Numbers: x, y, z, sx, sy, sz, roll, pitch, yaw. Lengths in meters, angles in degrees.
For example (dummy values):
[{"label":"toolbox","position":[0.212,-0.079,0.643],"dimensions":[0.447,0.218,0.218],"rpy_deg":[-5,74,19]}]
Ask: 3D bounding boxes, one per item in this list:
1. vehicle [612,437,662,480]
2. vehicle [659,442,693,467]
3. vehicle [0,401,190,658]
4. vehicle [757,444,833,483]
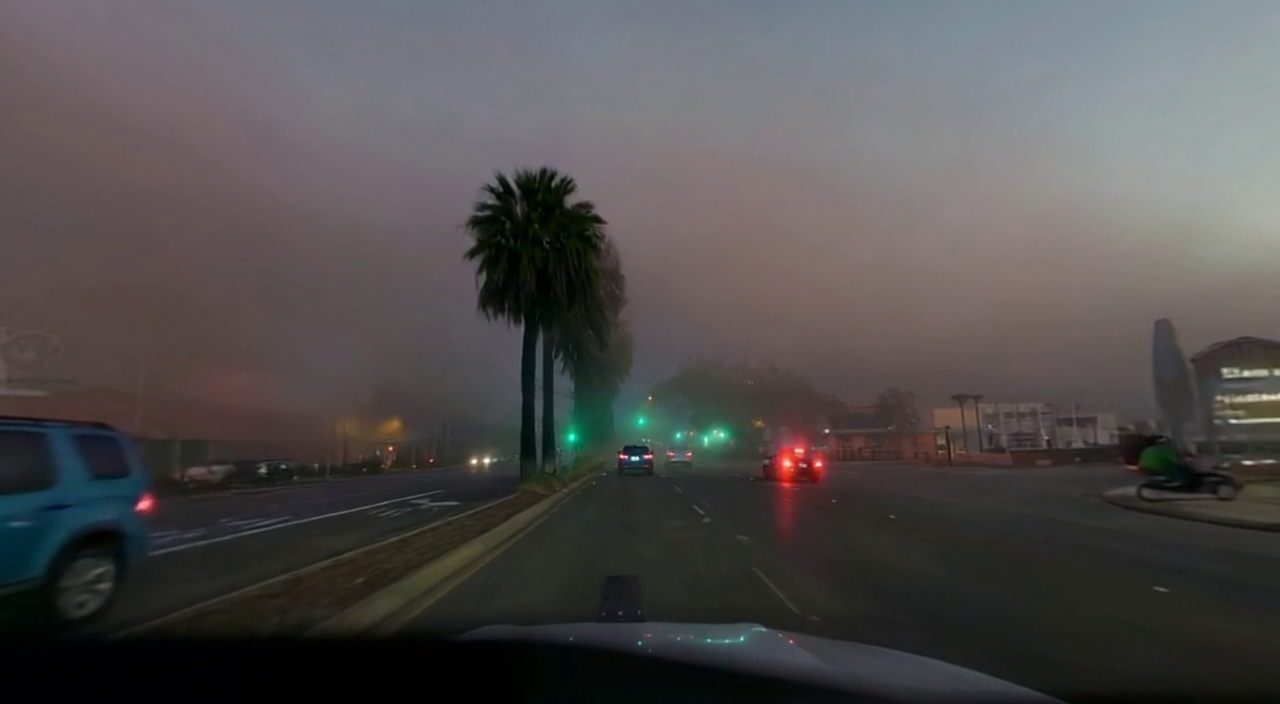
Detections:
[{"label":"vehicle","position":[-0.168,4.896,29.240],"dimensions":[2.151,1.787,4.109],"rpy_deg":[0,-9,-1]},{"label":"vehicle","position":[2.540,7.482,46.079],"dimensions":[2.112,1.710,4.234],"rpy_deg":[0,-9,-1]},{"label":"vehicle","position":[-5.315,1.132,3.792],"dimensions":[2.016,1.711,4.387],"rpy_deg":[0,-9,-1]},{"label":"vehicle","position":[6.265,4.571,26.127],"dimensions":[1.944,1.447,4.309],"rpy_deg":[0,-9,-1]}]
